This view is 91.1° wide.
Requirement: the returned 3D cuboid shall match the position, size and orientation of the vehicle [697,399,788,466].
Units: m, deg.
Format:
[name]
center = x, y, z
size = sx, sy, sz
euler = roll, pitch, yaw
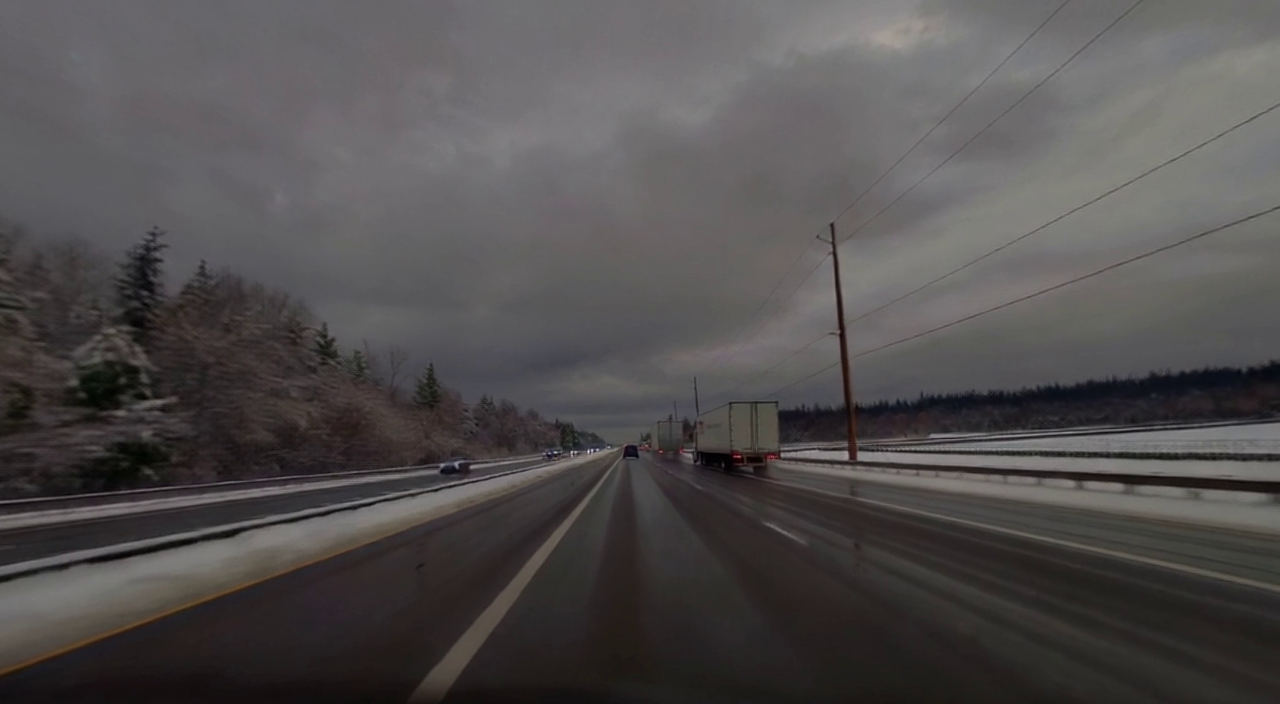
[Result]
[vehicle]
center = 7.142, 6.316, 47.735
size = 3.400, 4.134, 17.388
euler = 0, -9, -2
